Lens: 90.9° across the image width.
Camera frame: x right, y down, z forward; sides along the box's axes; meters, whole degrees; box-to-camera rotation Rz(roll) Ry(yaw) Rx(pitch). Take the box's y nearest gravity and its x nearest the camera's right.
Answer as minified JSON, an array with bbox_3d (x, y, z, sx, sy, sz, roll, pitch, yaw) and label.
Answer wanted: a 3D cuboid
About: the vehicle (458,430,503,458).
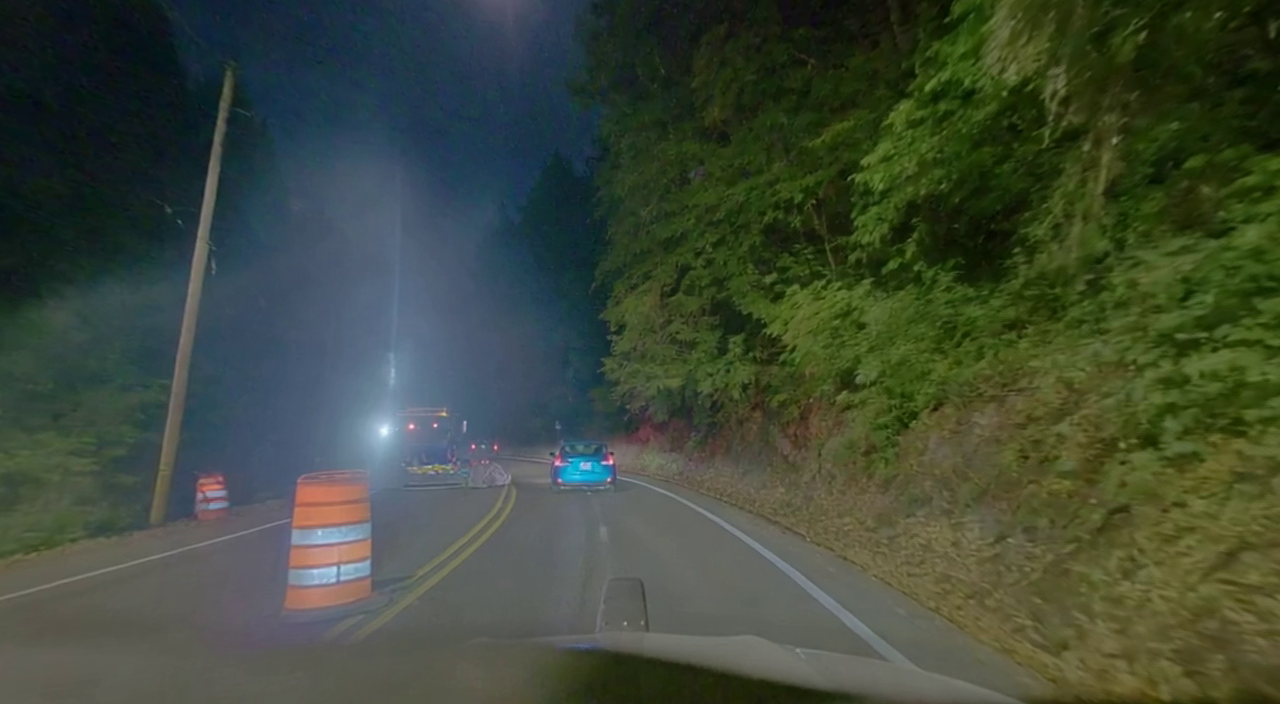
[{"bbox_3d":[-12.392,7.130,48.712,2.376,2.051,5.598,4,-9,-23],"label":"vehicle"}]

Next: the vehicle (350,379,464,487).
[{"bbox_3d":[-7.657,2.778,21.391,2.364,3.191,4.942,1,-8,-6],"label":"vehicle"}]

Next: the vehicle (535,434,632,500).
[{"bbox_3d":[-1.640,2.985,16.789,2.259,1.503,4.075,1,-9,-9],"label":"vehicle"}]
